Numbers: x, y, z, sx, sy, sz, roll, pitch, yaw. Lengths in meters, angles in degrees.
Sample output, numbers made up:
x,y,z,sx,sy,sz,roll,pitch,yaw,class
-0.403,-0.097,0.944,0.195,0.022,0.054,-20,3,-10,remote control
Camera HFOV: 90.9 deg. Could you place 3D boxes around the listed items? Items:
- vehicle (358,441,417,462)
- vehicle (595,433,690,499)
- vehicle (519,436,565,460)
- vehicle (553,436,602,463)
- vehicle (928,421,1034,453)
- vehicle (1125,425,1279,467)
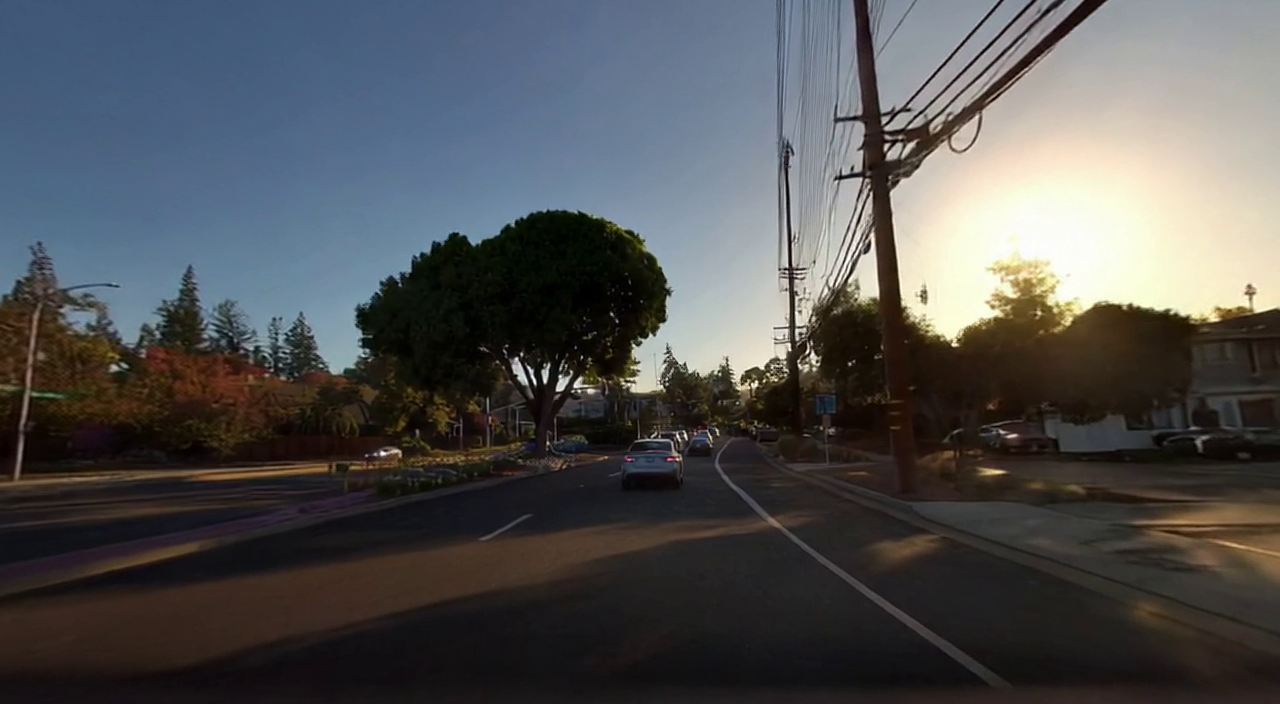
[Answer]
x,y,z,sx,sy,sz,roll,pitch,yaw,class
-19.601,7.748,49.137,1.970,1.546,4.996,-1,-9,8,vehicle
0.205,2.875,16.301,2.117,1.474,4.036,-1,-8,5,vehicle
-6.569,6.501,42.668,1.983,1.485,4.159,-1,-9,7,vehicle
-3.684,5.833,37.876,1.928,1.493,4.289,-2,-9,9,vehicle
18.965,4.783,35.270,4.739,1.708,1.976,-1,-9,7,vehicle
20.950,3.472,23.208,4.497,1.460,1.851,-1,-9,4,vehicle
